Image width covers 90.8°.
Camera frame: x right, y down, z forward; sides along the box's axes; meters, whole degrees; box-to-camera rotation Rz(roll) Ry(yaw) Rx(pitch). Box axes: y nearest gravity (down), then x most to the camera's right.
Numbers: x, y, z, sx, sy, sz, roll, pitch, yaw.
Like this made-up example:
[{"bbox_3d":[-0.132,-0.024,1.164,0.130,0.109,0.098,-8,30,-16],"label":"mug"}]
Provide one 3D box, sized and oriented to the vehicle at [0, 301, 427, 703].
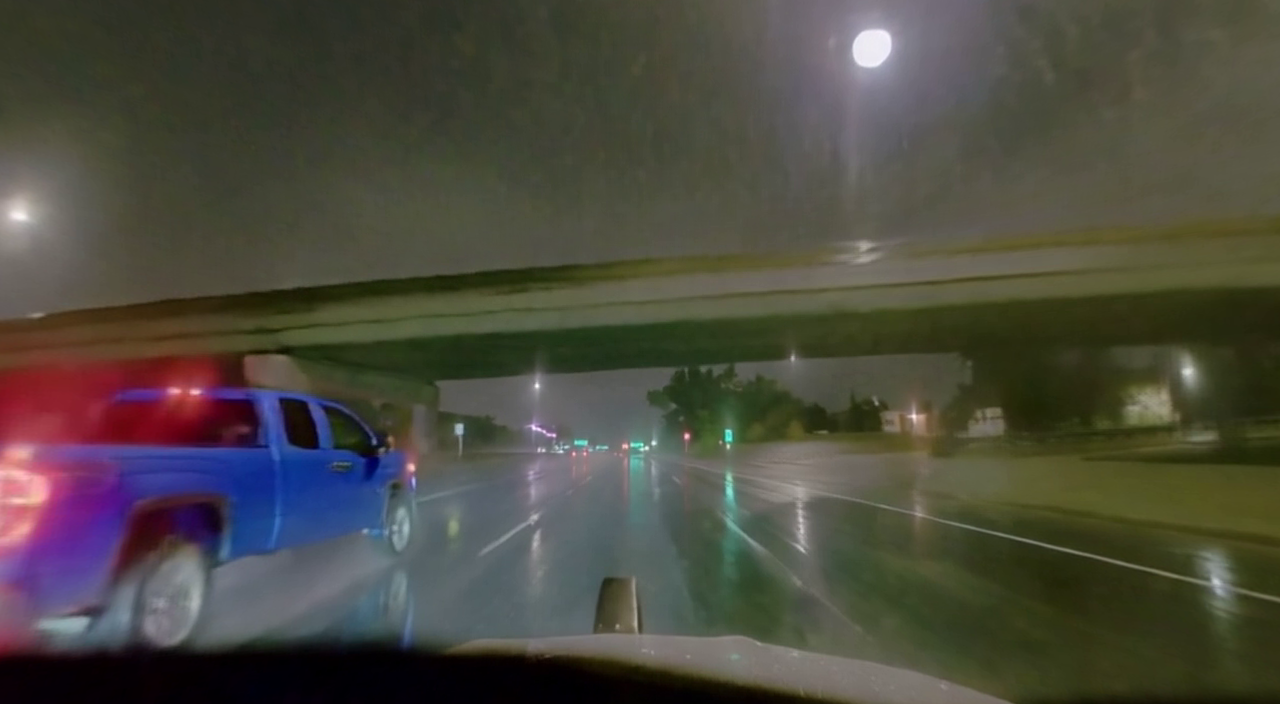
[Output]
[{"bbox_3d":[-4.203,1.178,5.585,2.529,2.003,5.904,0,-9,0],"label":"vehicle"}]
